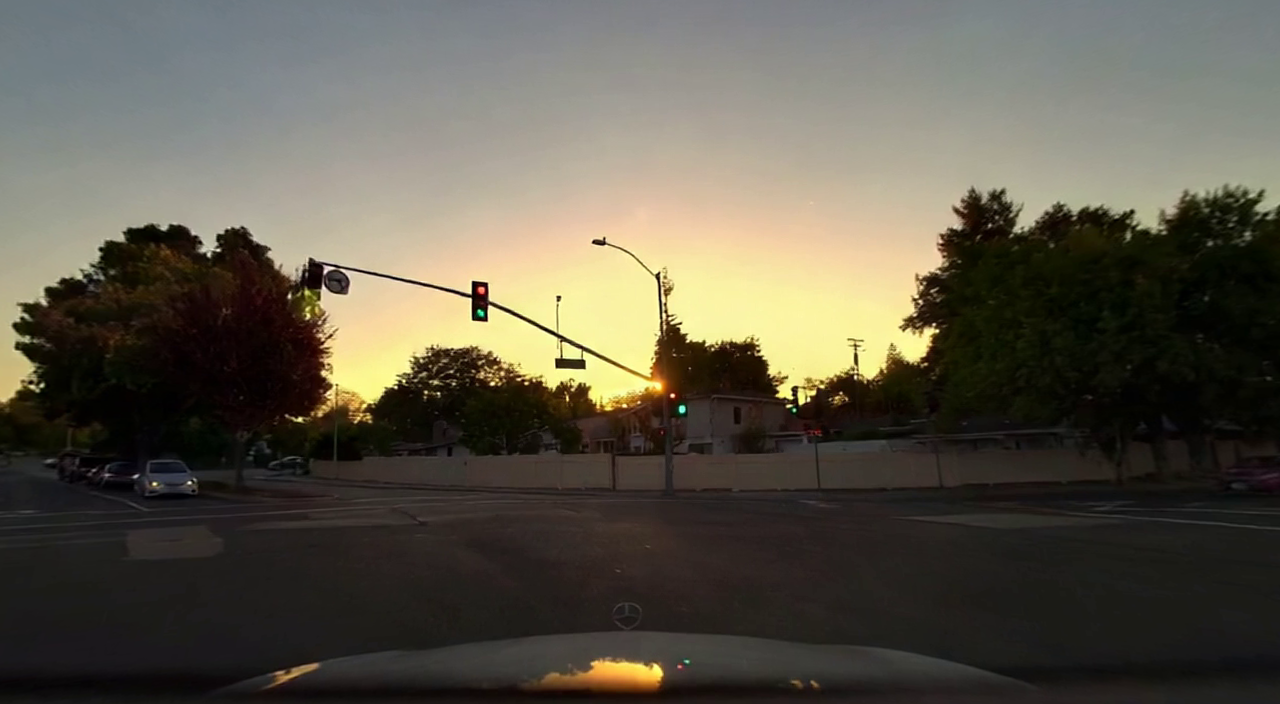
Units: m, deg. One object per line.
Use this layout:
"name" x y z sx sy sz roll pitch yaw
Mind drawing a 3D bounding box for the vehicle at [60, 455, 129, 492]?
"vehicle" -30.422 6.714 34.939 4.857 1.809 2.196 -8 -11 42

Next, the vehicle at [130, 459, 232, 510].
"vehicle" -16.231 4.566 22.088 4.652 1.464 1.912 -8 -11 42

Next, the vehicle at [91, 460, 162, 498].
"vehicle" -23.602 5.761 28.796 4.286 1.476 1.888 -8 -11 43
